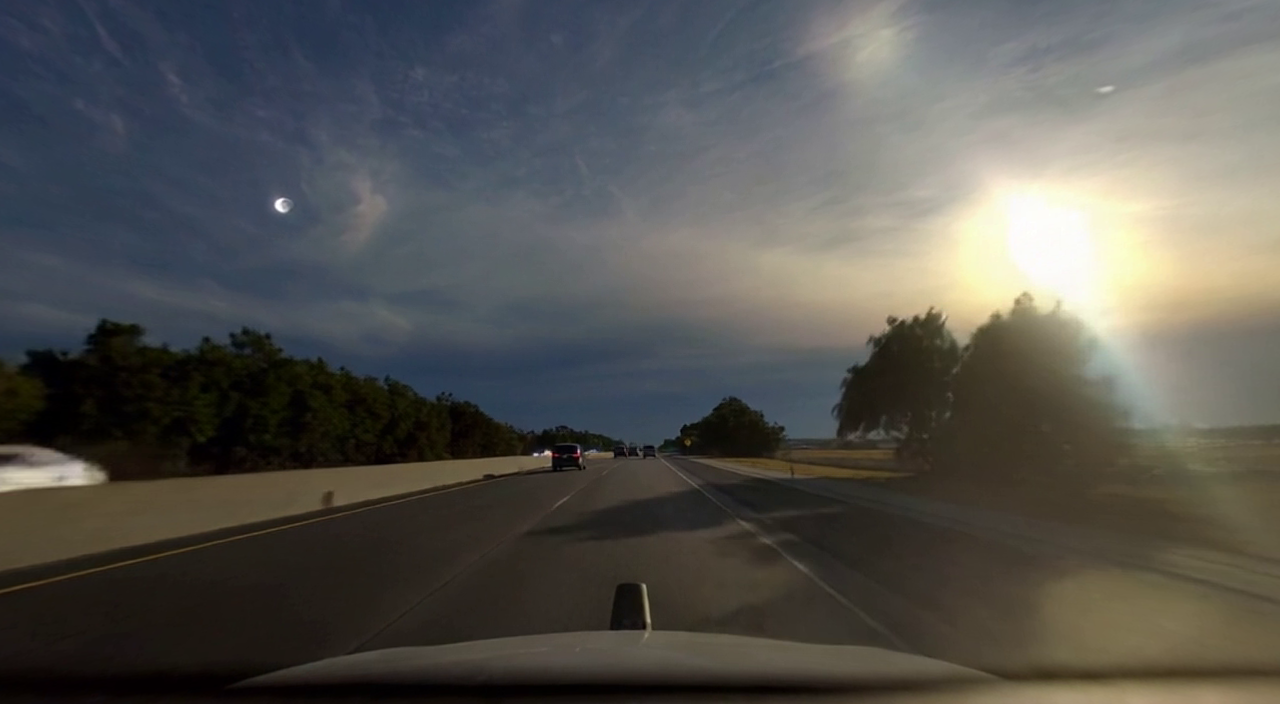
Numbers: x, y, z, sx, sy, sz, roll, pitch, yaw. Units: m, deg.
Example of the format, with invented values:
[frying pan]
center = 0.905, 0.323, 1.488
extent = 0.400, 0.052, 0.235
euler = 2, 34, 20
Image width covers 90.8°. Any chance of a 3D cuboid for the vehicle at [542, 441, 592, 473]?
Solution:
[vehicle]
center = -4.044, 5.971, 35.962
extent = 2.188, 1.692, 4.623
euler = 0, -9, 1
